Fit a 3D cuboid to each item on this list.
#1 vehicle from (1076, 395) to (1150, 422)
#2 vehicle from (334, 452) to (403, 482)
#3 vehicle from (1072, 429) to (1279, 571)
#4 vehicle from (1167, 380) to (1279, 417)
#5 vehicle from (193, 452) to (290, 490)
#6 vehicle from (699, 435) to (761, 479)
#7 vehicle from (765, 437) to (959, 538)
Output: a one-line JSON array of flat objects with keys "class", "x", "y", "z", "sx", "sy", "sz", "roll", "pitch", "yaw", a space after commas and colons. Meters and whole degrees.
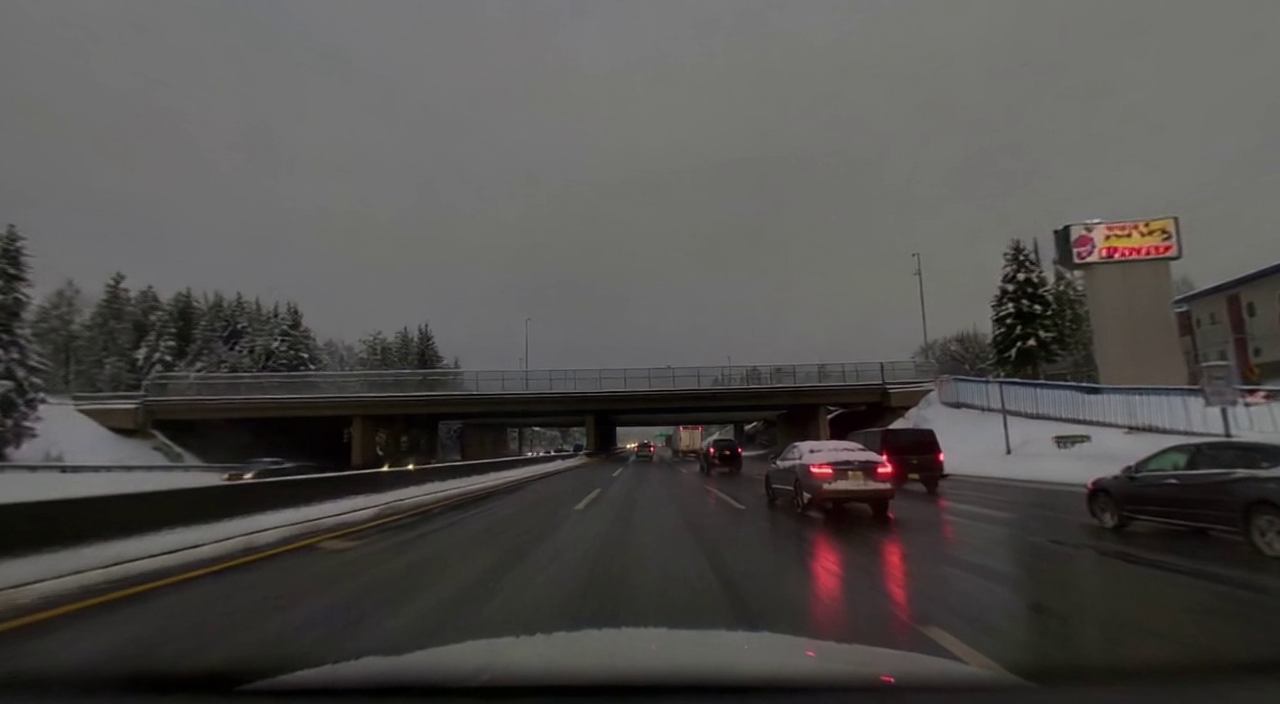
[{"class": "vehicle", "x": 35.259, "y": 4.252, "z": 47.185, "sx": 2.024, "sy": 1.757, "sz": 4.696, "roll": -1, "pitch": -8, "yaw": 3}, {"class": "vehicle", "x": -15.000, "y": 6.370, "z": 35.116, "sx": 1.928, "sy": 1.479, "sz": 4.149, "roll": 0, "pitch": -8, "yaw": 1}, {"class": "vehicle", "x": 7.700, "y": 1.696, "z": 7.572, "sx": 1.919, "sy": 1.476, "sz": 4.303, "roll": 0, "pitch": -8, "yaw": 0}, {"class": "vehicle", "x": 33.937, "y": 2.787, "z": 36.899, "sx": 2.131, "sy": 1.840, "sz": 4.870, "roll": -1, "pitch": -8, "yaw": 4}, {"class": "vehicle", "x": -19.167, "y": 5.713, "z": 30.607, "sx": 1.870, "sy": 1.672, "sz": 4.349, "roll": 0, "pitch": -8, "yaw": 0}, {"class": "vehicle", "x": 4.035, "y": 4.803, "z": 29.129, "sx": 2.086, "sy": 1.858, "sz": 4.737, "roll": 0, "pitch": -8, "yaw": -1}, {"class": "vehicle", "x": 3.736, "y": 2.342, "z": 11.618, "sx": 1.902, "sy": 1.481, "sz": 4.451, "roll": 0, "pitch": -8, "yaw": -1}]
